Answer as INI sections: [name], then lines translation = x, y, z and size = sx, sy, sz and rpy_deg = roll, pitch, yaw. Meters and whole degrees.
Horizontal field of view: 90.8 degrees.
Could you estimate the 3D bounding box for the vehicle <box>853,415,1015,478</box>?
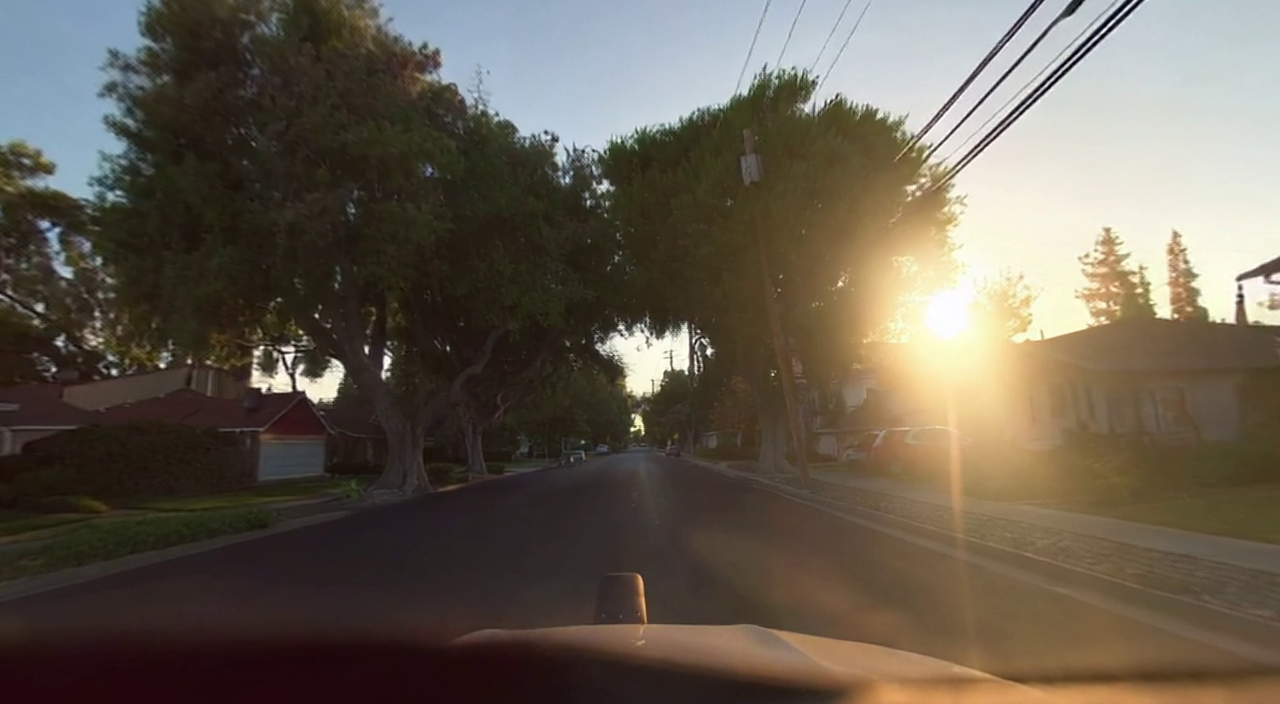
[vehicle]
translation = 10.312, 3.353, 22.450
size = 4.555, 1.803, 2.151
rpy_deg = -4, -8, -2
